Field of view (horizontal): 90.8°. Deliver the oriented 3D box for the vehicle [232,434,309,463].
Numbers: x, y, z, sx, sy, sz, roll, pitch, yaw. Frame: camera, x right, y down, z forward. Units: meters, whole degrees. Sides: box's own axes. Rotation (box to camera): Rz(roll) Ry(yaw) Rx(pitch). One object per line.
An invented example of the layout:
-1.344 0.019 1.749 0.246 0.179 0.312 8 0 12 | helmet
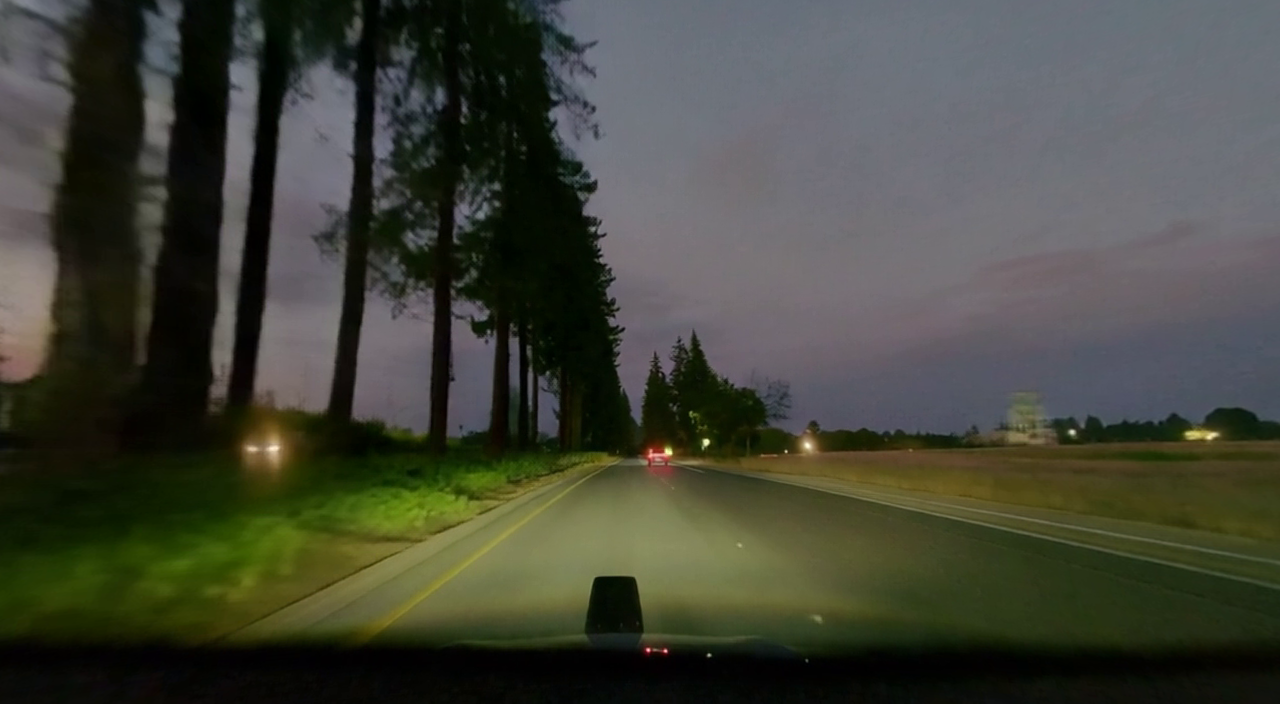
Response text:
-22.499 5.913 38.666 1.963 1.677 4.526 0 -9 0 | vehicle
